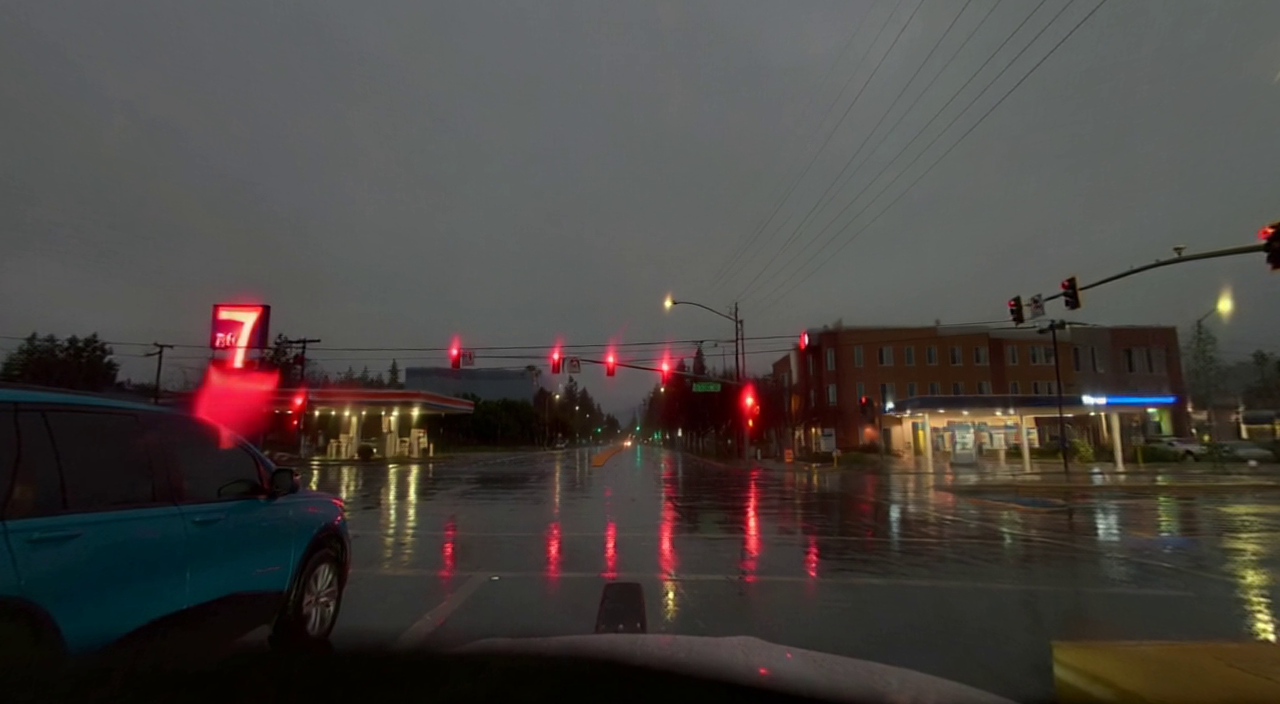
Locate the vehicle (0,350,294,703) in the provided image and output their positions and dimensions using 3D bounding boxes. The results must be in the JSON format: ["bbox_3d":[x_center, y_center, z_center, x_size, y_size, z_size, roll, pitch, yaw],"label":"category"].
[{"bbox_3d":[-3.418,0.802,2.043,2.053,1.690,4.364,0,-9,0],"label":"vehicle"}]

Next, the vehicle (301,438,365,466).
[{"bbox_3d":[-20.449,6.684,42.159,2.004,1.699,4.486,0,-9,1],"label":"vehicle"}]
